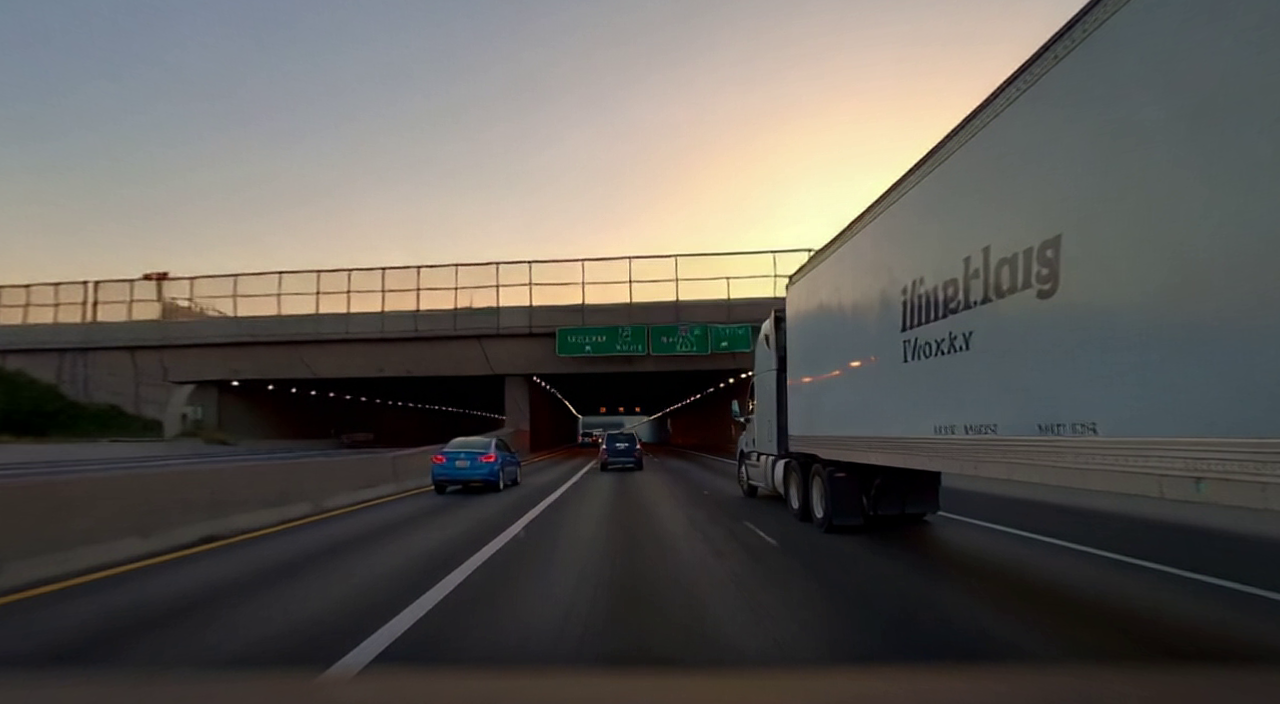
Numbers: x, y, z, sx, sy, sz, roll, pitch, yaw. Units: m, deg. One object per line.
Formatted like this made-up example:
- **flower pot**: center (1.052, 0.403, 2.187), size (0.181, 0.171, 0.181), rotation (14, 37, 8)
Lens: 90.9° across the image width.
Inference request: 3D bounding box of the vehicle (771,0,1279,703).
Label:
- **vehicle**: center (3.819, -0.137, 4.018), size (2.842, 4.108, 14.081), rotation (0, -8, 0)

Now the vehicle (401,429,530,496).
- **vehicle**: center (-4.196, 2.713, 15.960), size (2.019, 1.435, 4.317), rotation (0, -8, 0)

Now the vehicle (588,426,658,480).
- **vehicle**: center (-0.521, 3.288, 20.775), size (2.094, 1.600, 3.666), rotation (0, -8, -1)
